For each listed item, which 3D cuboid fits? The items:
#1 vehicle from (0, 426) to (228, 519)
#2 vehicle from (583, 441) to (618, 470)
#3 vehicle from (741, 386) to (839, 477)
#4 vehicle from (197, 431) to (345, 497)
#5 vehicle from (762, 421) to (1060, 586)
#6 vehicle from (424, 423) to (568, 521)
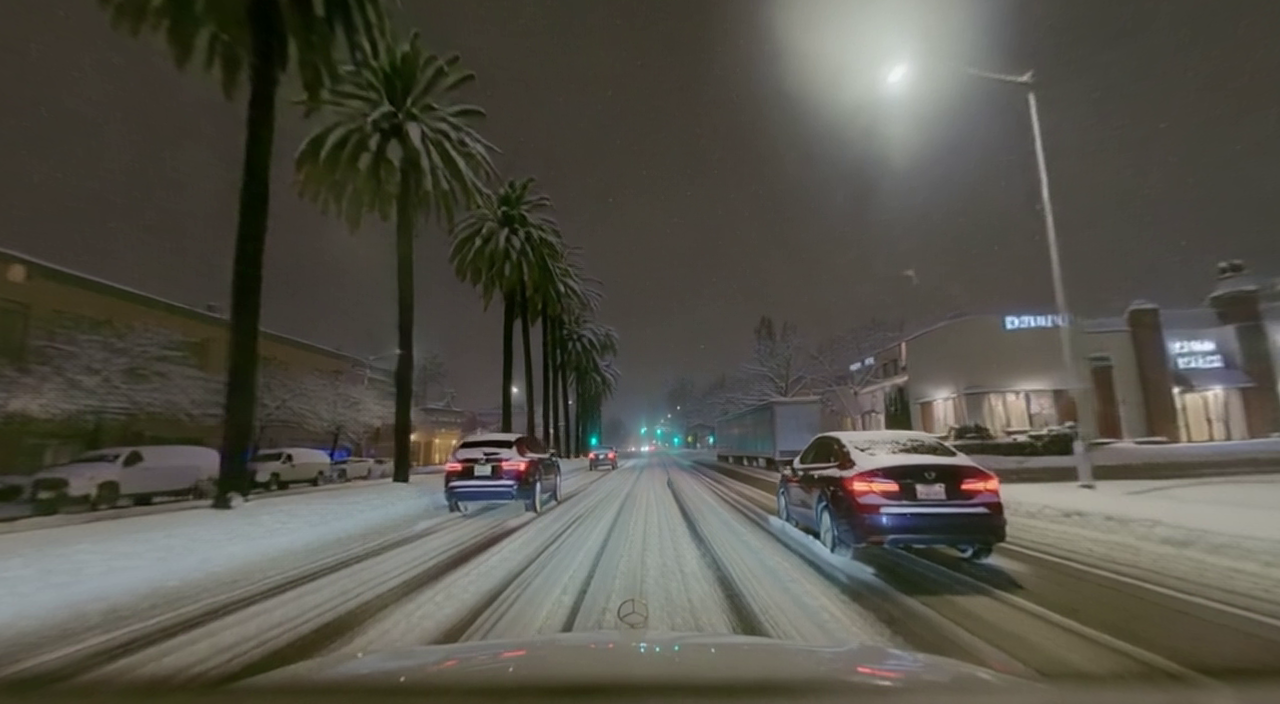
[{"bbox_3d":[-21.653,4.885,26.479,2.989,3.225,8.285,0,-9,1],"label":"vehicle"},{"bbox_3d":[-2.495,6.703,40.892,1.998,1.743,4.402,0,-8,0],"label":"vehicle"},{"bbox_3d":[7.225,4.076,31.805,2.902,3.992,8.073,0,-8,0],"label":"vehicle"},{"bbox_3d":[-21.411,6.538,37.508,3.030,3.354,9.135,-1,-9,2],"label":"vehicle"},{"bbox_3d":[2.944,1.729,8.028,1.946,1.513,4.133,0,-8,0],"label":"vehicle"},{"bbox_3d":[-2.950,2.578,14.053,2.058,1.804,4.391,-1,-8,1],"label":"vehicle"}]
